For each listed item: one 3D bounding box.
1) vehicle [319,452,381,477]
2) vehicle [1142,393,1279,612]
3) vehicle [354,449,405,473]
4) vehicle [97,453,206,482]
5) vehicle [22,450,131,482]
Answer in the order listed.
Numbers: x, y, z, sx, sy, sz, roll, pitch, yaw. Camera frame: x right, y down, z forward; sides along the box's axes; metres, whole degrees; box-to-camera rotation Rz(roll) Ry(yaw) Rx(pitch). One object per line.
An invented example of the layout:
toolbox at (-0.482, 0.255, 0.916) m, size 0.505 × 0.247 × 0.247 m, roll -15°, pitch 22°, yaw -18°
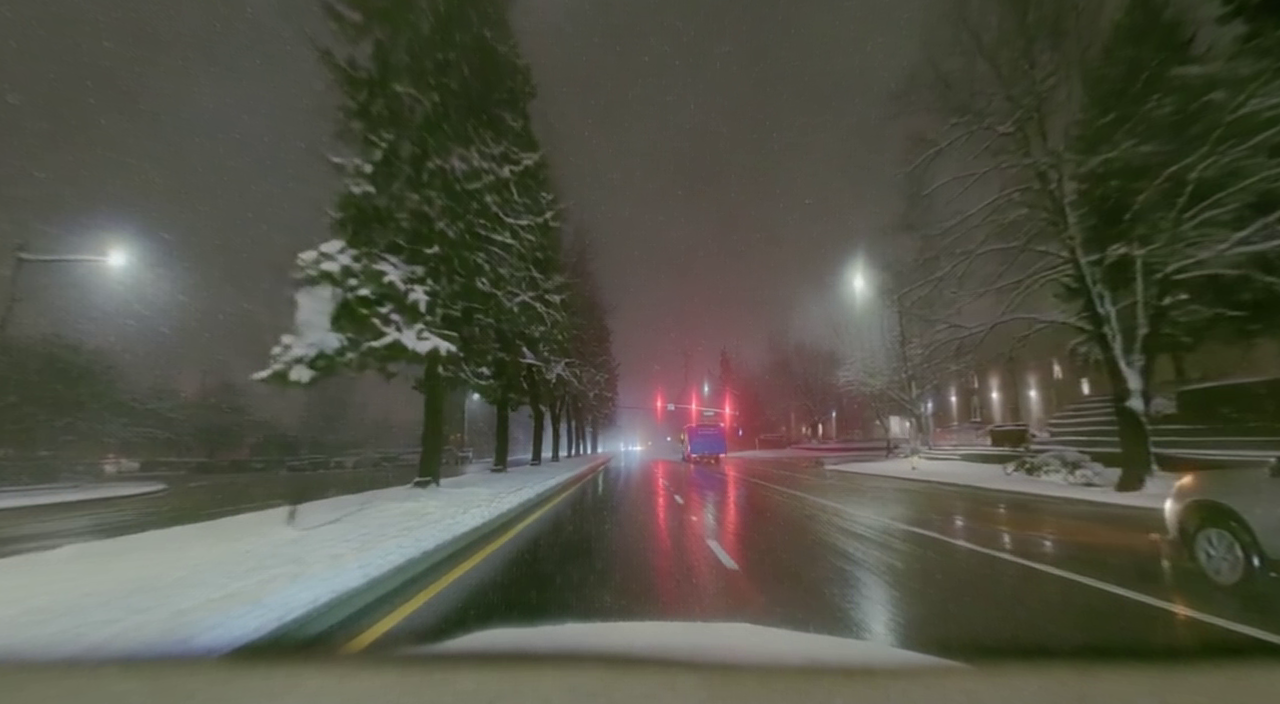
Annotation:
vehicle at (-19.275, 7.494, 42.246) m, size 2.048 × 1.493 × 4.588 m, roll 0°, pitch -8°, yaw -1°
vehicle at (6.189, 1.064, 4.086) m, size 2.012 × 1.754 × 4.635 m, roll 0°, pitch -8°, yaw 0°
vehicle at (-19.689, 8.236, 47.923) m, size 1.985 × 1.667 × 4.622 m, roll 0°, pitch -8°, yaw -1°
vehicle at (-28.532, 6.746, 37.010) m, size 4.657 × 1.636 × 2.059 m, roll 0°, pitch -8°, yaw 0°
vehicle at (-34.454, 6.960, 38.830) m, size 4.594 × 1.801 × 2.489 m, roll 6°, pitch -10°, yaw -35°
